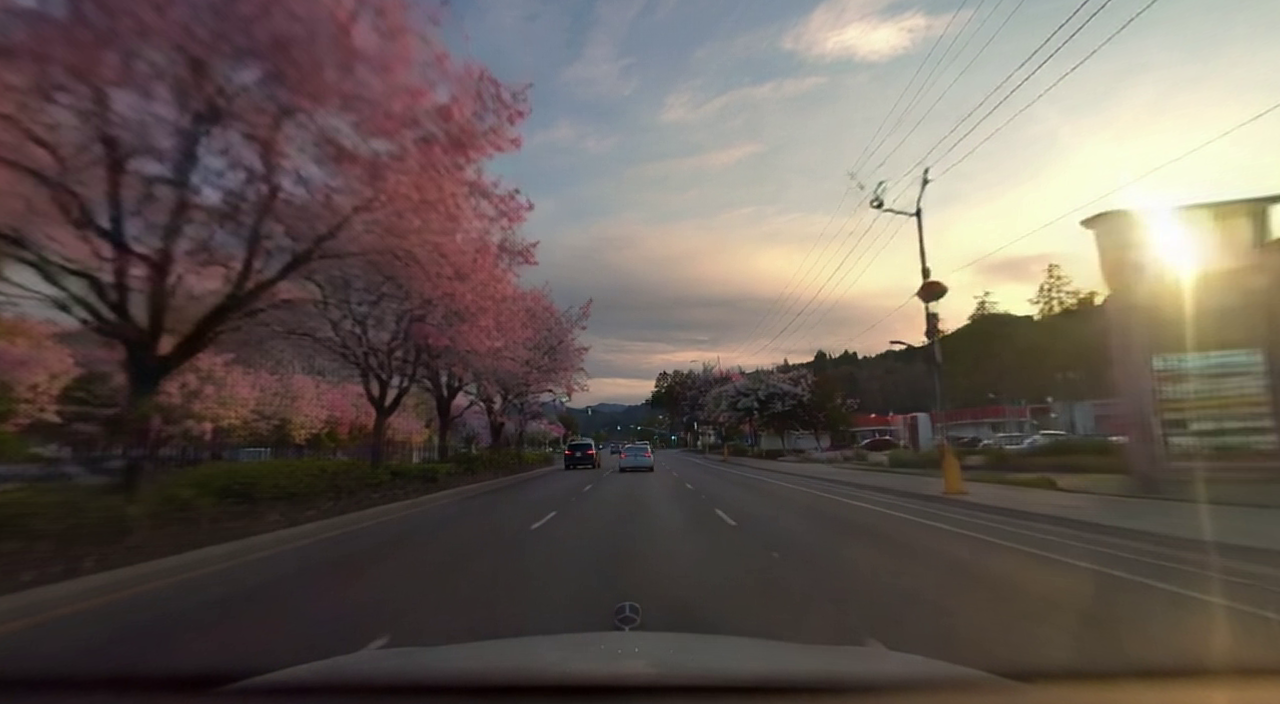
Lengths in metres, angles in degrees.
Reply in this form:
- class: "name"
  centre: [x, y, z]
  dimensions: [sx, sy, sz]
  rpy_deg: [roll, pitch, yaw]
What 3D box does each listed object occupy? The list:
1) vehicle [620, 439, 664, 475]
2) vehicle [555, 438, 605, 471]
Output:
- class: "vehicle"
  centre: [0.136, 5.426, 32.654]
  dimensions: [2.149, 1.701, 4.379]
  rpy_deg: [0, -8, 1]
- class: "vehicle"
  centre: [-3.470, 6.071, 37.491]
  dimensions: [2.453, 1.844, 4.751]
  rpy_deg: [0, -8, 1]
